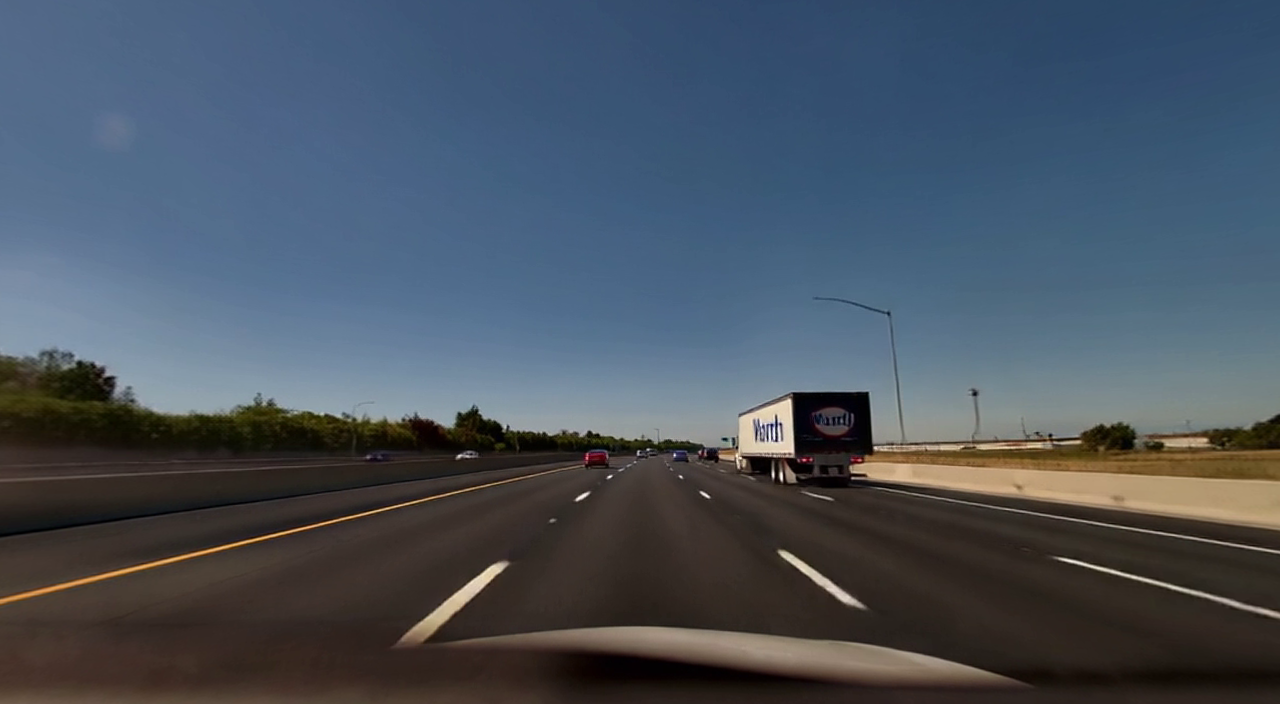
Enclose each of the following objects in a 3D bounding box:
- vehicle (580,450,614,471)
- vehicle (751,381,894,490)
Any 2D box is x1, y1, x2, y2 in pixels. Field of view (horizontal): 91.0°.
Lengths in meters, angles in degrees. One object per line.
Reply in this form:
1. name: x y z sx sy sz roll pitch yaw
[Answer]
1. vehicle: -3.190 8.139 47.515 2.164 1.507 4.748 0 -9 1
2. vehicle: 8.334 4.338 31.832 2.912 4.143 15.538 0 -9 1
